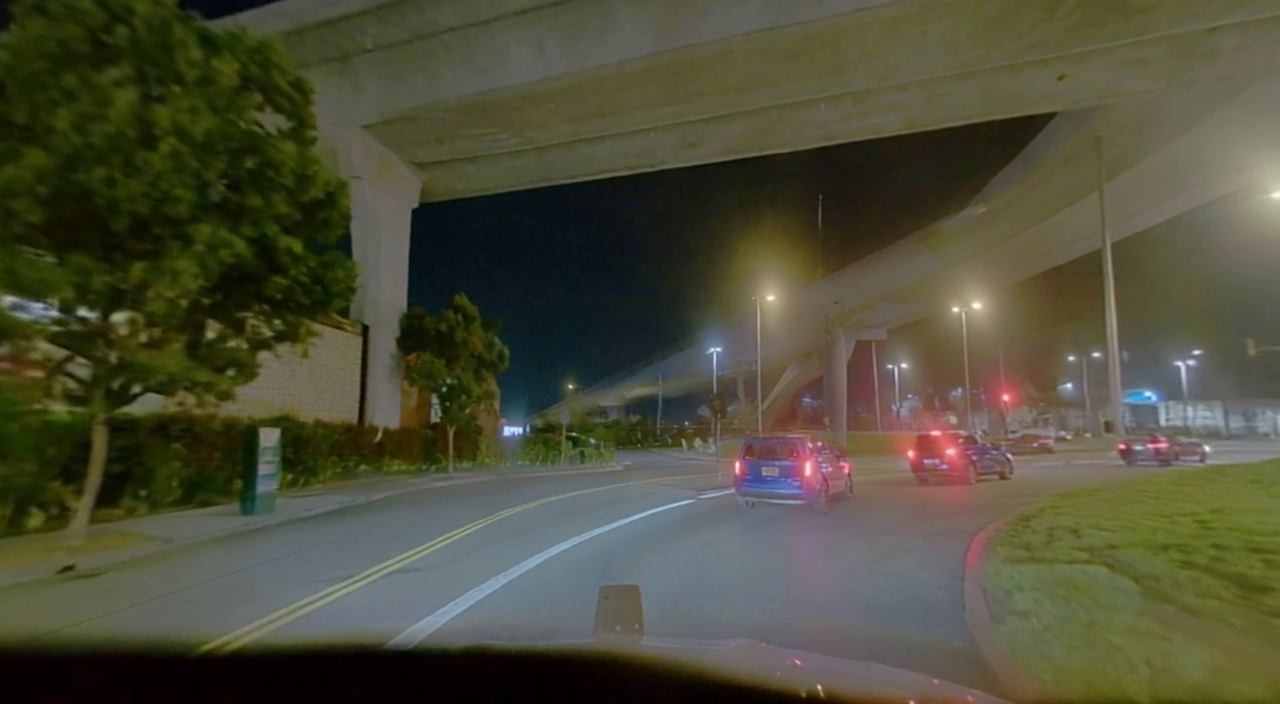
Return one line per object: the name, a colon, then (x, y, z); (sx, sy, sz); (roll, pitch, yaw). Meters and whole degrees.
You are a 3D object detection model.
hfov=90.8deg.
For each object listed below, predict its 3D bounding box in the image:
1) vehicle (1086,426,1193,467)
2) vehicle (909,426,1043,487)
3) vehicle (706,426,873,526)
vehicle: (23.387, 4.424, 29.579); (4.310, 1.762, 1.995); (4, -9, -24)
vehicle: (11.772, 3.587, 22.024); (4.771, 1.885, 2.241); (6, -11, -38)
vehicle: (3.186, 2.356, 12.636); (2.087, 1.578, 4.652); (-5, -10, 28)
